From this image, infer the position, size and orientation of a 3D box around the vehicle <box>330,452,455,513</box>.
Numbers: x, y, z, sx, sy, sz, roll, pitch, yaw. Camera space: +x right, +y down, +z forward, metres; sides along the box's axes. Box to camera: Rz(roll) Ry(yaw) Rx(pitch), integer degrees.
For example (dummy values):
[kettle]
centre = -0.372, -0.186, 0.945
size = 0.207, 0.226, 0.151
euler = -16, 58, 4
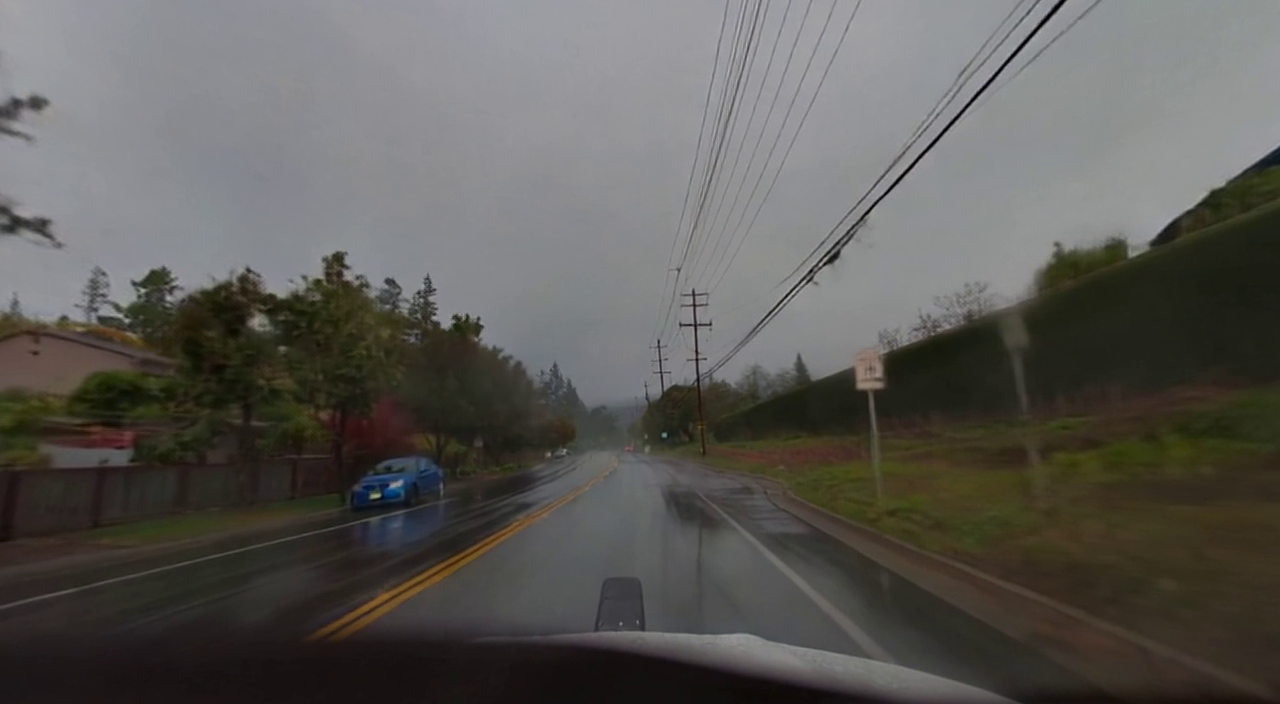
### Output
[vehicle]
centre = -7.830, 4.146, 20.552
size = 2.114, 1.693, 4.468
euler = 0, -9, 2
